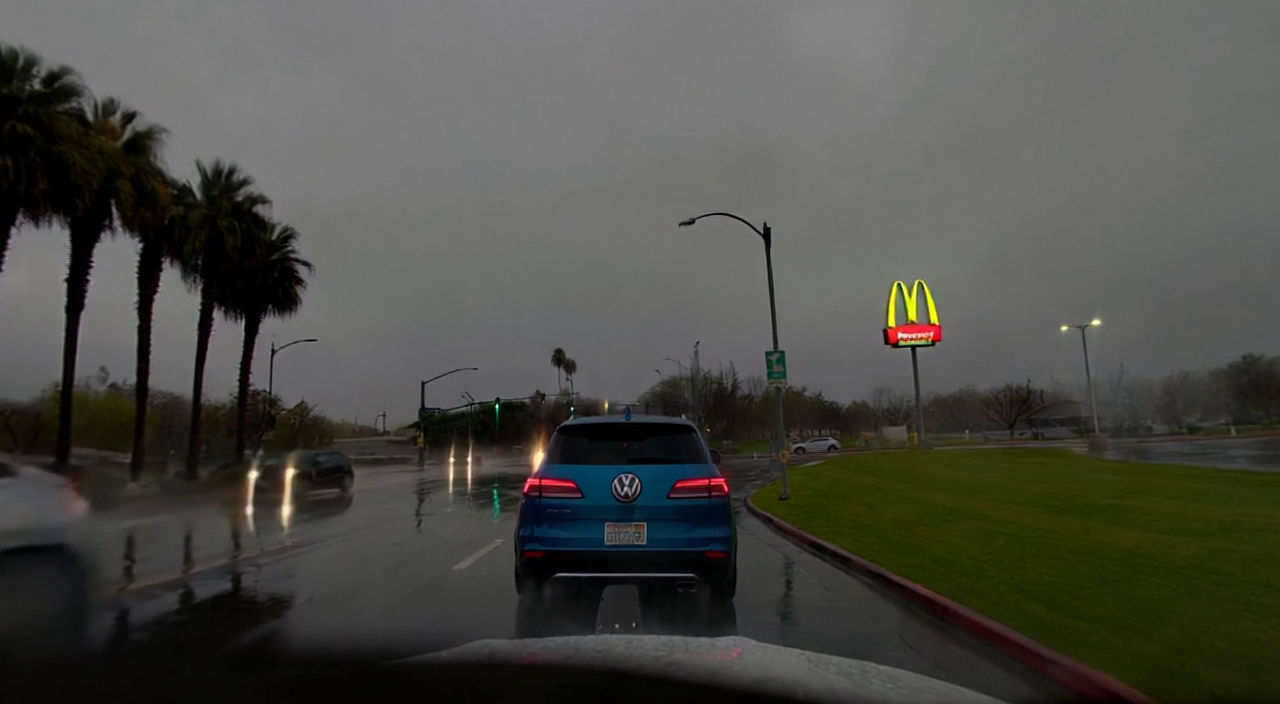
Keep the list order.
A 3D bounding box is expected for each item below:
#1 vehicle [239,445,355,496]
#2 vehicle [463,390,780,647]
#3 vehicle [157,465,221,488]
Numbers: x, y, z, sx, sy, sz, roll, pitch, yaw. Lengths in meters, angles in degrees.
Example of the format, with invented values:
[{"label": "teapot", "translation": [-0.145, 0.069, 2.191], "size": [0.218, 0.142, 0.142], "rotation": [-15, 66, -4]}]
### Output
[{"label": "vehicle", "translation": [-13.516, 4.659, 25.336], "size": [2.029, 1.820, 4.915], "rotation": [0, -9, -2]}, {"label": "vehicle", "translation": [-0.142, 1.419, 6.326], "size": [2.137, 1.728, 3.926], "rotation": [0, -9, -1]}, {"label": "vehicle", "translation": [-33.441, 9.217, 46.936], "size": [1.792, 1.439, 3.952], "rotation": [0, -9, 1]}]
